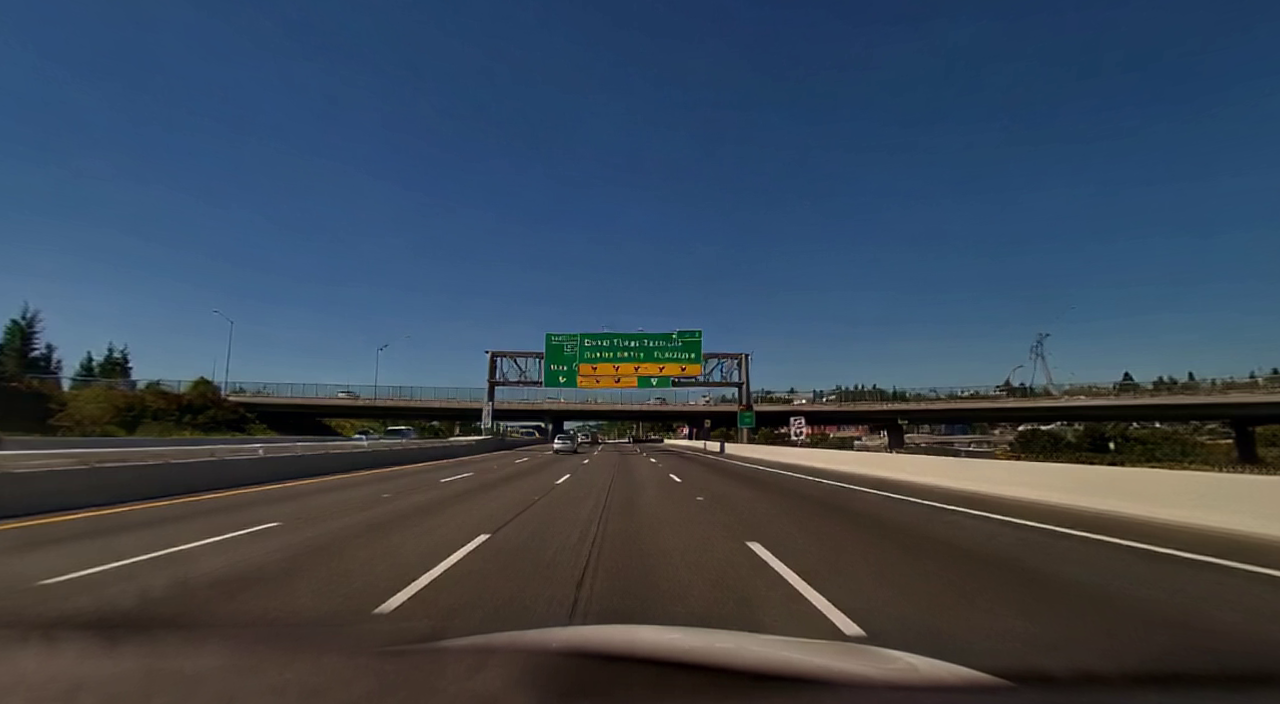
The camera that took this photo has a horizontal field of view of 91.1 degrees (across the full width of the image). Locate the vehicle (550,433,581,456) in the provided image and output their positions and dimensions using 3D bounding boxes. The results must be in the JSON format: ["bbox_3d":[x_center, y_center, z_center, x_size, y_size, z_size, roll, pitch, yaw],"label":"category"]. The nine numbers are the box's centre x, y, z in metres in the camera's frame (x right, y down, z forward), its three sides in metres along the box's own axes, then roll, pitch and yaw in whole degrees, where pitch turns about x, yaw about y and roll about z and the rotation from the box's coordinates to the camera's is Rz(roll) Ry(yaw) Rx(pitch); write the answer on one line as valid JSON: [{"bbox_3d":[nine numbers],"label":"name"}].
[{"bbox_3d":[-5.283,6.620,45.060,1.878,1.548,3.966,0,-8,-1],"label":"vehicle"}]
